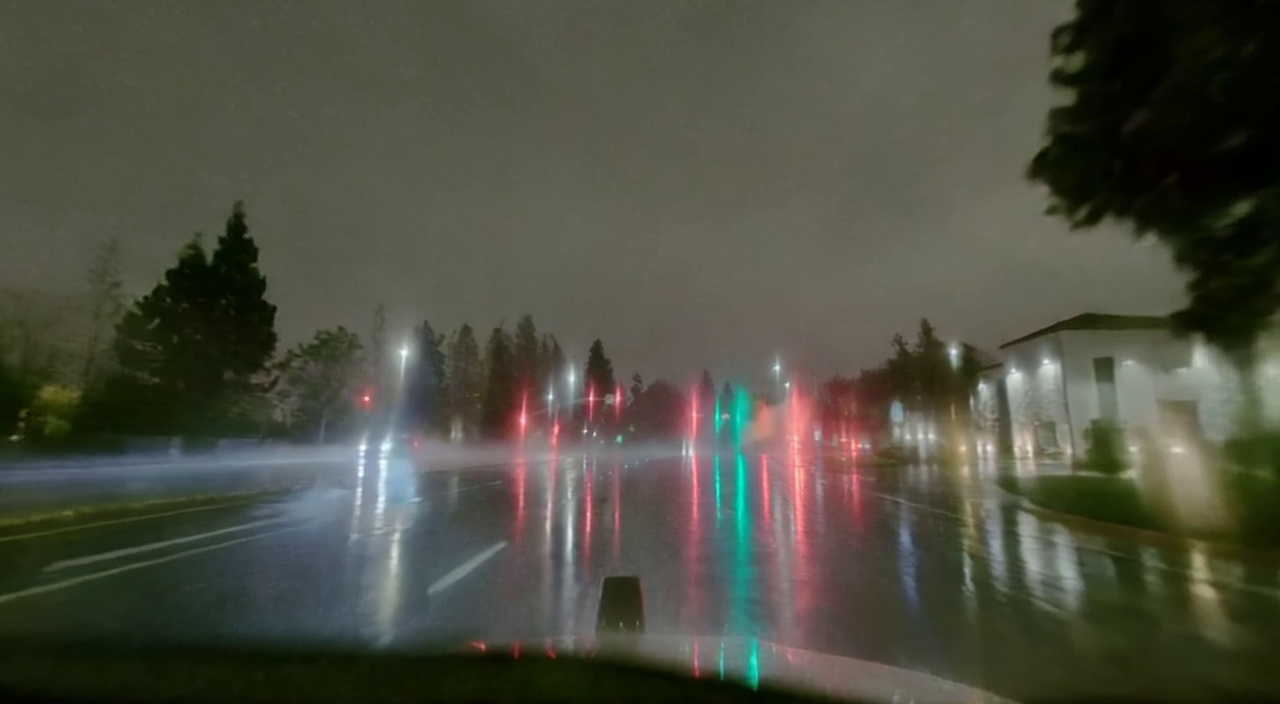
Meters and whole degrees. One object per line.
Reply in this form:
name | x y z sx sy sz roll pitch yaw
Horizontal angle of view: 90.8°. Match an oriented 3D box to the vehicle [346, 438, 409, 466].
vehicle | -17.513 6.686 42.443 1.974 1.778 4.391 -1 -8 6
